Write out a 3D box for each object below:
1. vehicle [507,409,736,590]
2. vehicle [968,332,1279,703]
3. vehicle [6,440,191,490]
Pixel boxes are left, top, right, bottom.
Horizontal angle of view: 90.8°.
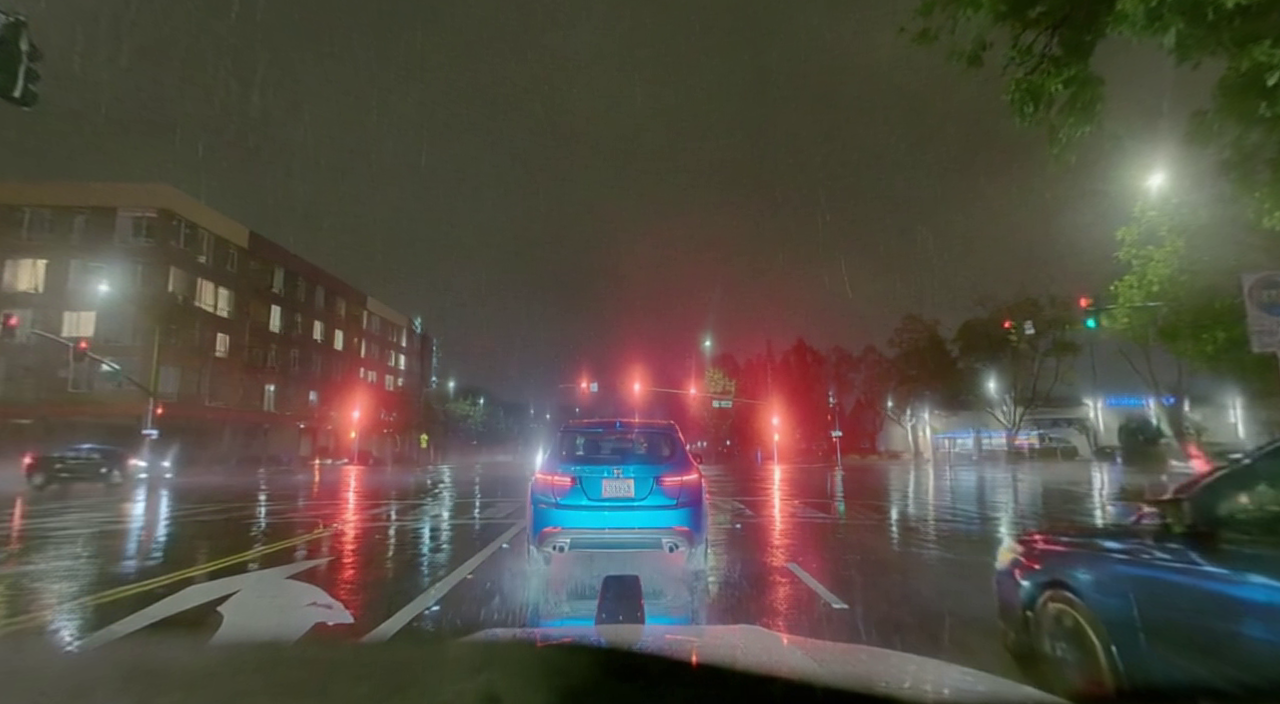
[{"bbox_3d":[-0.199,1.627,7.753,2.066,1.618,3.922,0,-8,-1],"label":"vehicle"},{"bbox_3d":[3.420,0.821,2.229,1.995,1.787,4.810,1,-8,1],"label":"vehicle"},{"bbox_3d":[-18.783,3.918,22.090,4.544,1.639,2.048,0,-8,1],"label":"vehicle"}]
